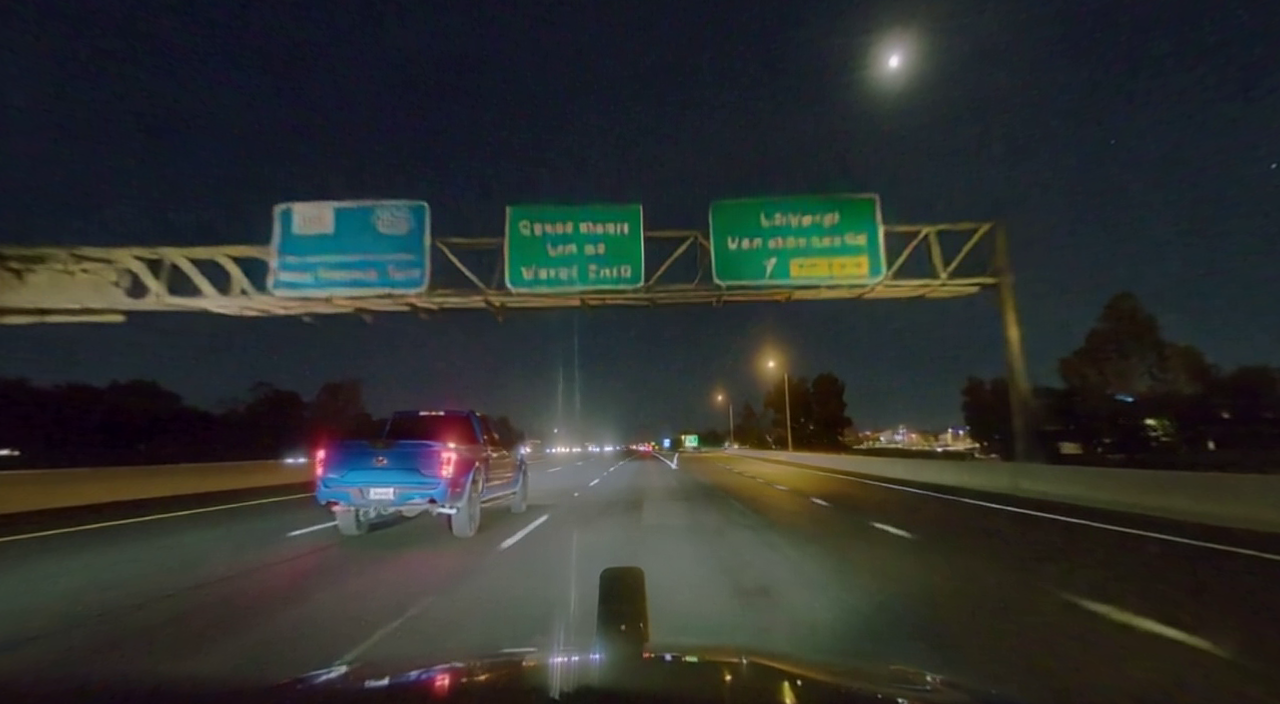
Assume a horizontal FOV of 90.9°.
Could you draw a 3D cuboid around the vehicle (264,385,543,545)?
[{"bbox_3d":[-3.552,1.917,11.335,2.601,2.084,6.068,0,-8,1],"label":"vehicle"}]
